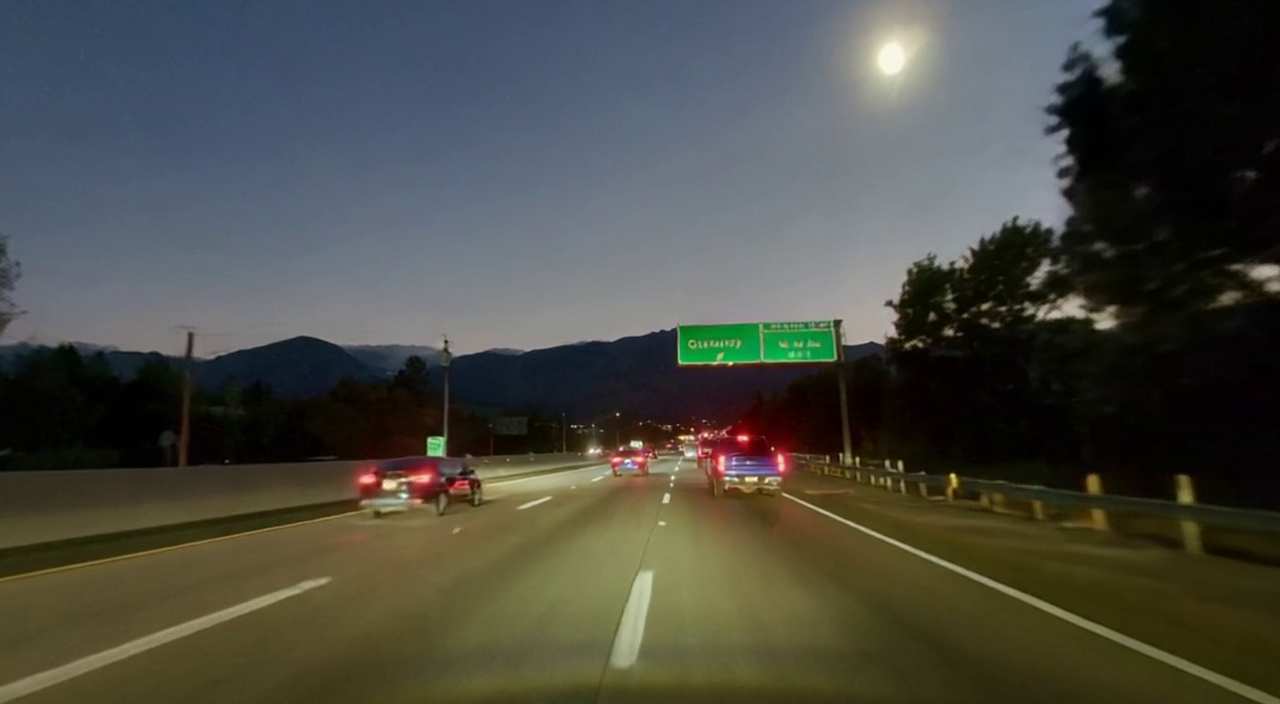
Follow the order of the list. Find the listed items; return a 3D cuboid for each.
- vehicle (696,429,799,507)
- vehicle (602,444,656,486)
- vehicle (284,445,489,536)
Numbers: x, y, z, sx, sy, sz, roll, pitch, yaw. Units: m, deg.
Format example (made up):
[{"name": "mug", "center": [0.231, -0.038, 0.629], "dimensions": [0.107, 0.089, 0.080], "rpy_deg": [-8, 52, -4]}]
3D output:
[{"name": "vehicle", "center": [2.796, 3.170, 17.772], "dimensions": [2.229, 1.837, 5.387], "rpy_deg": [-1, -8, 3]}, {"name": "vehicle", "center": [-0.378, 4.644, 26.334], "dimensions": [1.959, 1.604, 4.065], "rpy_deg": [-1, -8, 4]}, {"name": "vehicle", "center": [-4.974, 2.747, 13.300], "dimensions": [2.109, 1.530, 4.646], "rpy_deg": [-1, -8, 4]}]
